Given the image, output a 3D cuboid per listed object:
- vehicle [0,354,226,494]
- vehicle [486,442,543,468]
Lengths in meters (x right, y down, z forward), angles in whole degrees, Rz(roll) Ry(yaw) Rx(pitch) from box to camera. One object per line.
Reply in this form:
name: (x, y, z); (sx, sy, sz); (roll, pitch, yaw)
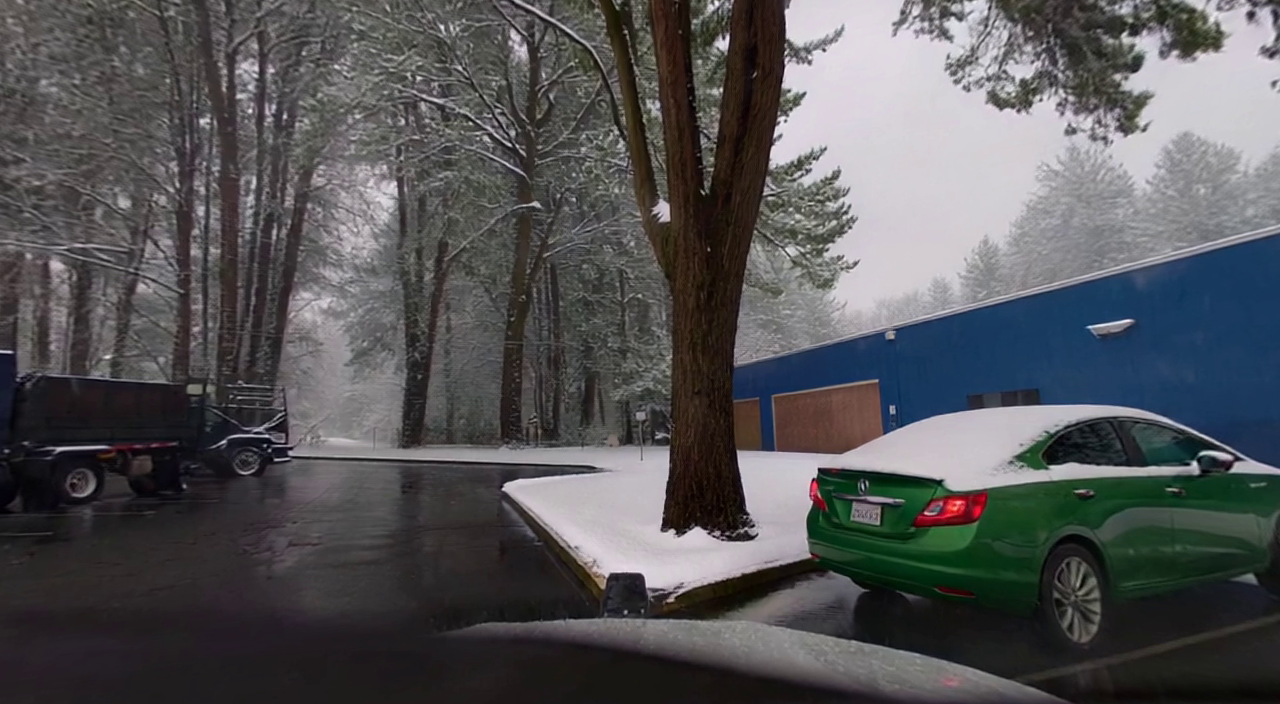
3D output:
vehicle: (-19.980, 2.728, 22.400); (11.906, 4.069, 2.948); (-5, -10, 27)
vehicle: (-7.759, 6.413, 39.210); (1.809, 1.506, 3.473); (-4, -10, 23)
